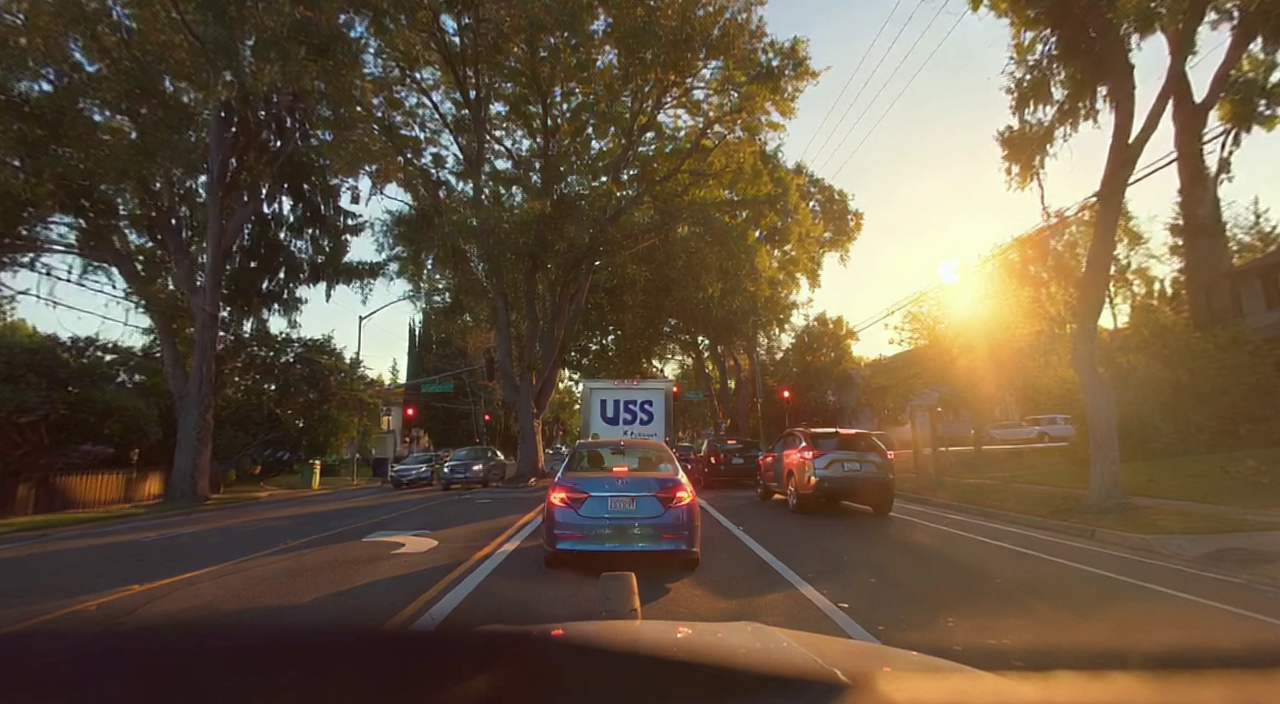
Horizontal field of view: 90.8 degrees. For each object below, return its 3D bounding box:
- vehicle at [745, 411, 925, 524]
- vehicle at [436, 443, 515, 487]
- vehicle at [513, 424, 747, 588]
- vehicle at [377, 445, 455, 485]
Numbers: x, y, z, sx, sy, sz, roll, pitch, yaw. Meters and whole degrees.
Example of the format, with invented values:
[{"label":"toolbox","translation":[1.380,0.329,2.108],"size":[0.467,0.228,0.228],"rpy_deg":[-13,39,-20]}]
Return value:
[{"label":"vehicle","translation":[3.597,2.240,12.758],"size":[2.145,1.847,4.524],"rpy_deg":[0,-8,0]},{"label":"vehicle","translation":[-6.227,4.296,24.488],"size":[1.800,1.520,4.691],"rpy_deg":[0,-8,0]},{"label":"vehicle","translation":[-0.146,1.720,7.945],"size":[2.135,1.483,4.207],"rpy_deg":[0,-8,-2]},{"label":"vehicle","translation":[-9.935,5.012,28.426],"size":[1.955,1.658,4.490],"rpy_deg":[0,-8,-1]}]
